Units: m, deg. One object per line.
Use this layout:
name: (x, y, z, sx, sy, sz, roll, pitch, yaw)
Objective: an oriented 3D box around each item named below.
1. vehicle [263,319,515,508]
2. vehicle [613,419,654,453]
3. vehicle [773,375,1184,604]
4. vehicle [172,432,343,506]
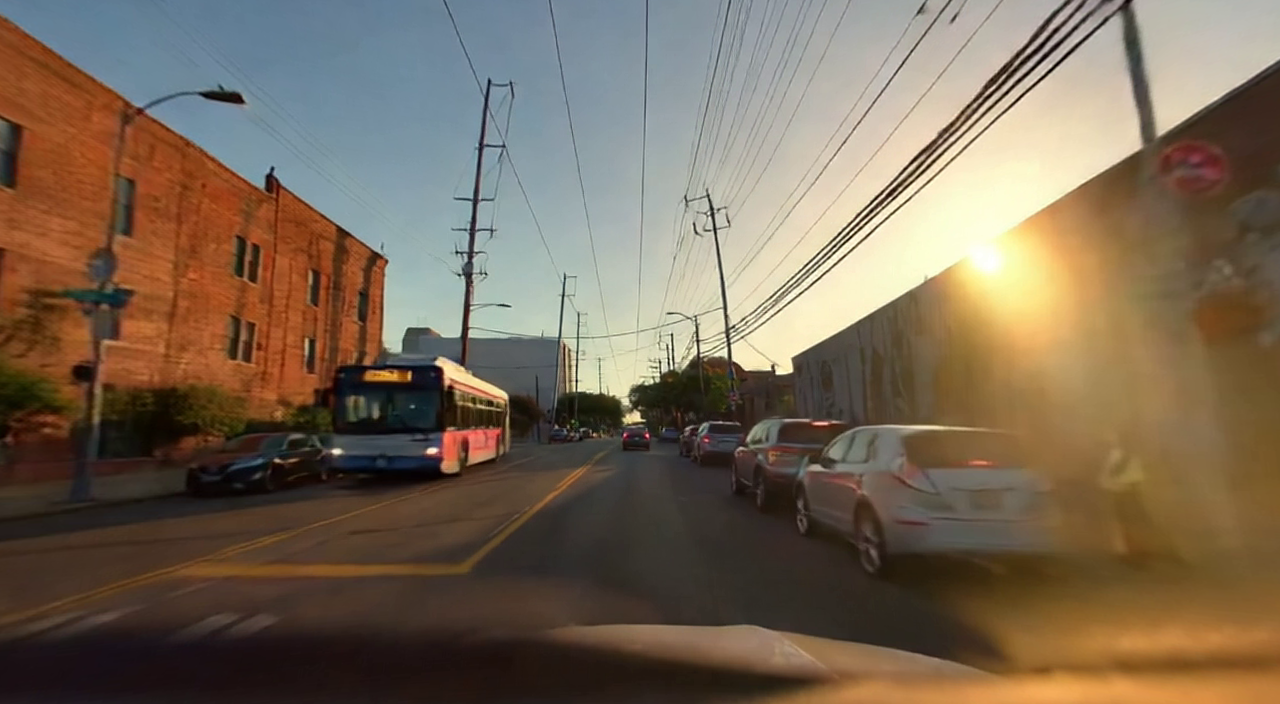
vehicle: (-5.713, 1.992, 17.747, 3.297, 3.342, 12.875, 1, -8, -7)
vehicle: (-0.365, 4.738, 35.646, 2.190, 1.783, 4.048, 0, -8, 0)
vehicle: (3.093, 1.433, 7.161, 2.171, 1.751, 4.373, 1, -10, -1)
vehicle: (-9.987, 3.016, 16.960, 2.031, 1.539, 4.089, 0, -5, 0)
